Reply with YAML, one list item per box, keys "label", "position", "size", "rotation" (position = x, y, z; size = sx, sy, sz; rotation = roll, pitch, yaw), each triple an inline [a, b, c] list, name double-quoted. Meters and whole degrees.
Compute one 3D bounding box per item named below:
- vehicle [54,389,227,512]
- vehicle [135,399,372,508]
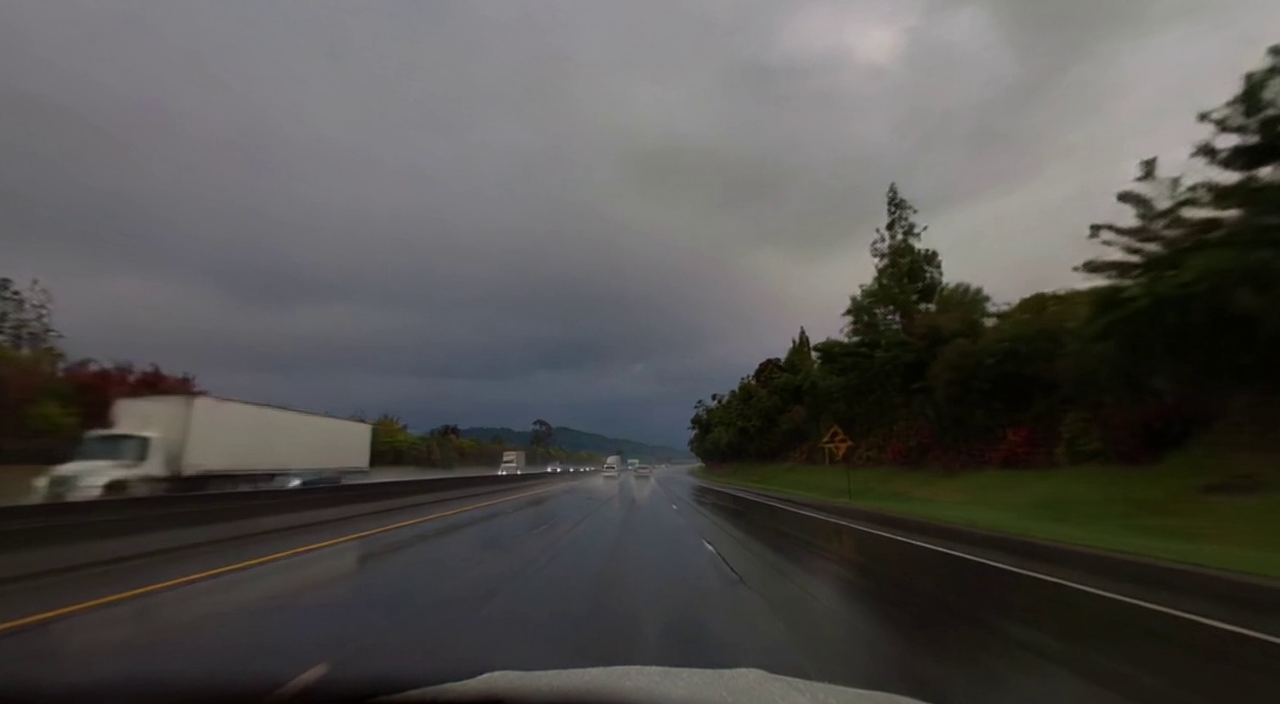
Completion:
- label: "vehicle"
  position: [-17.096, 3.441, 21.877]
  size: [2.964, 3.880, 3.101]
  rotation: [1, -11, 1]
- label: "vehicle"
  position: [-16.953, 4.896, 29.660]
  size: [2.806, 3.974, 12.703]
  rotation: [1, -11, 1]
